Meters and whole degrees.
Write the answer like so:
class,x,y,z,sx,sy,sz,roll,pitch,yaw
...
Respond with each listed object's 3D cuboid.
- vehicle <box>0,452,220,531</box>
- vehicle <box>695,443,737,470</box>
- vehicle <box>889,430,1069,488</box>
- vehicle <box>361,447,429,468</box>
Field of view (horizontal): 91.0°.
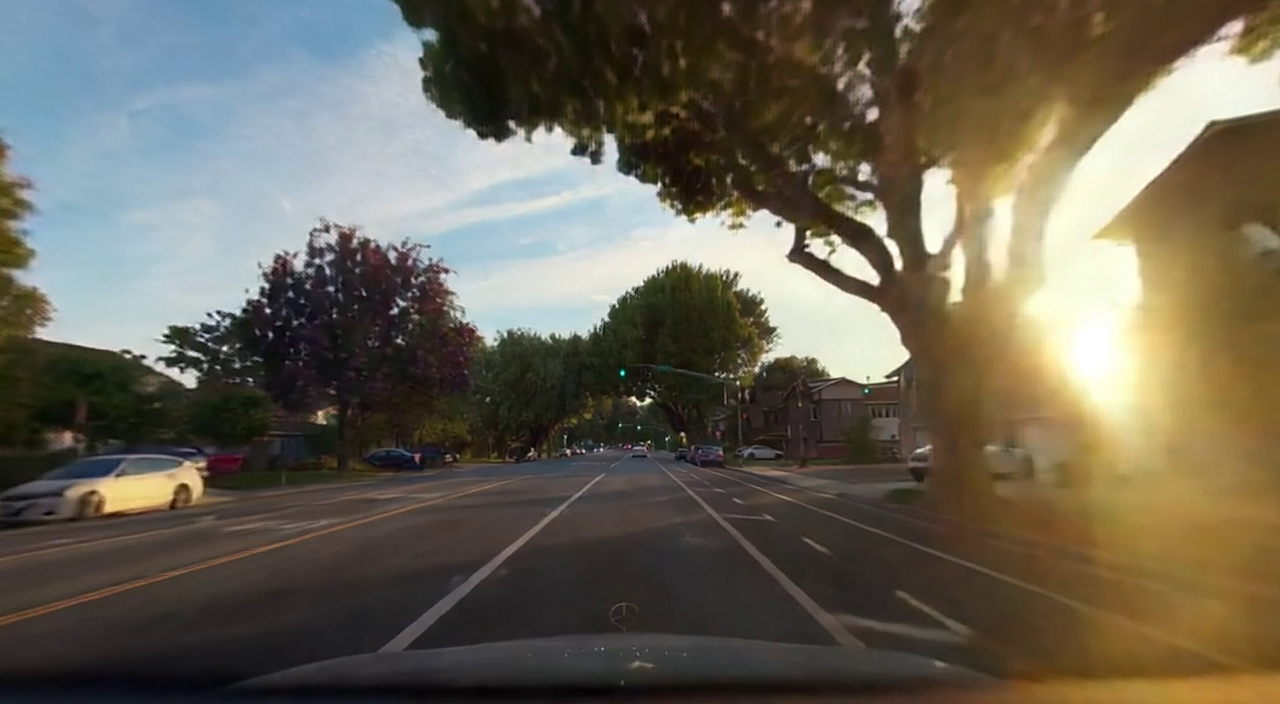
class,x,y,z,sx,sy,sz,roll,pitch,yaw
vehicle,-12.107,3.060,14.334,1.888,1.477,4.629,-1,-10,0
vehicle,5.169,7.184,43.328,2.164,1.729,4.488,1,-9,-2
vehicle,11.353,3.603,21.371,4.880,1.842,2.069,0,-9,-1
vehicle,-18.329,7.877,47.189,4.355,1.482,1.794,0,-9,0
